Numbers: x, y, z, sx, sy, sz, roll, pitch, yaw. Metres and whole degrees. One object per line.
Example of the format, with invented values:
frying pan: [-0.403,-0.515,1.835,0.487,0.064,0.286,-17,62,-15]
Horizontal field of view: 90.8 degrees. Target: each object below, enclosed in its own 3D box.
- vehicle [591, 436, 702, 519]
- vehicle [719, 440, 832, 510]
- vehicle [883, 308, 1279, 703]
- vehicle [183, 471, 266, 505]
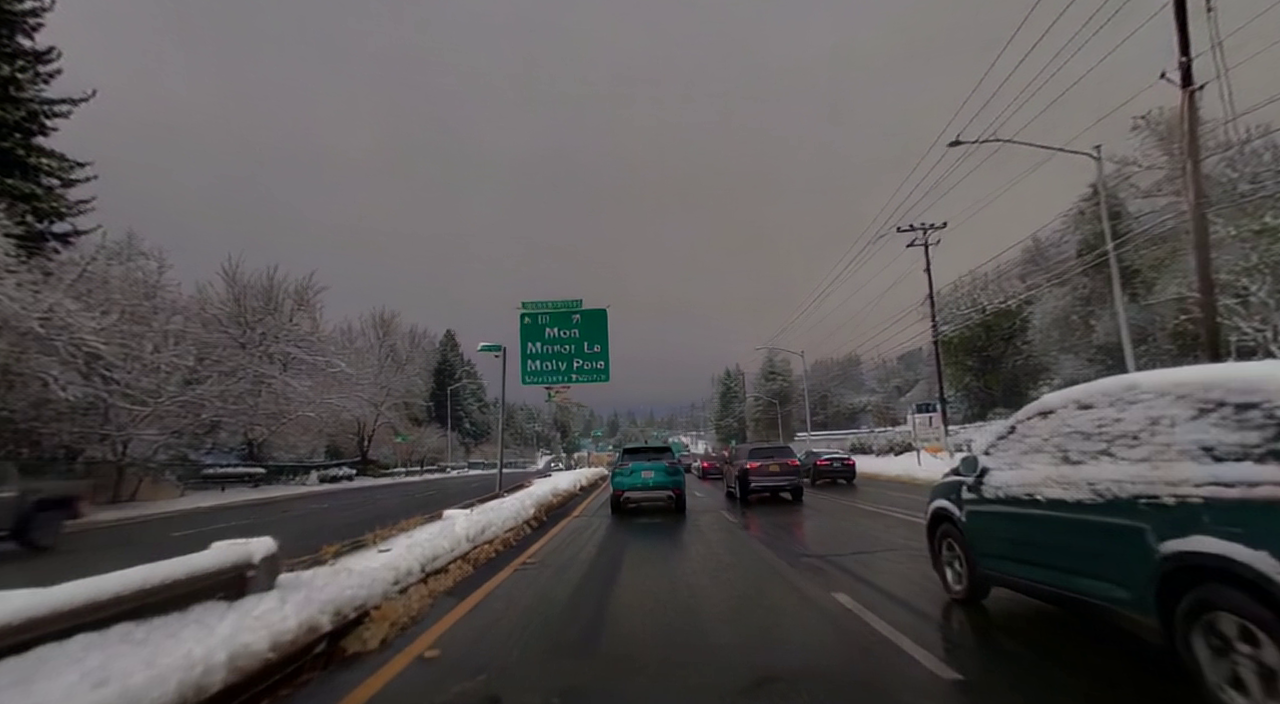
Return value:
vehicle: [0.119,2.827,14.771,2.199,1.641,4.232,0,-9,0]
vehicle: [3.371,3.143,16.634,2.064,1.591,4.081,0,-9,0]
vehicle: [3.399,0.967,3.715,2.097,1.818,4.625,0,-9,0]
vehicle: [-22.622,7.404,34.585,1.847,1.554,3.926,0,-9,-1]
